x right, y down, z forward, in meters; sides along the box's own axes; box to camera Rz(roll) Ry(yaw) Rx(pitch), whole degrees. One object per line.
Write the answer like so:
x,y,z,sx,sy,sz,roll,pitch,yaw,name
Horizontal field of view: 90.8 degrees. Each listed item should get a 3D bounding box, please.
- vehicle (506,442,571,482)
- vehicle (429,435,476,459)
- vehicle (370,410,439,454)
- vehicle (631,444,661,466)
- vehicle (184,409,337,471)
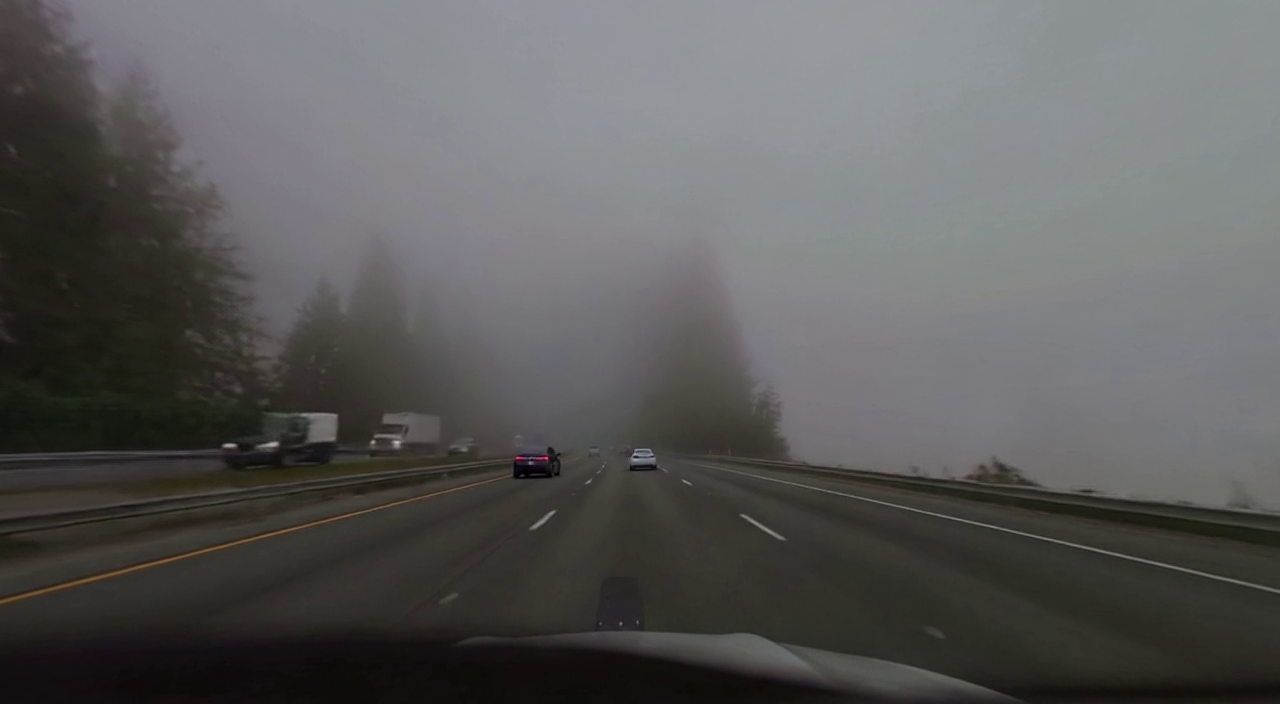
-4.185,4.600,26.704,2.054,1.500,4.469,0,-8,0,vehicle
-13.213,6.767,44.840,1.988,1.578,4.686,0,-8,-1,vehicle
-18.186,6.353,49.335,2.562,3.155,7.175,0,-9,0,vehicle
0.380,7.422,45.530,2.008,1.499,3.192,0,-8,-2,vehicle
-12.868,3.071,21.901,2.240,1.873,4.906,0,-9,0,vehicle
